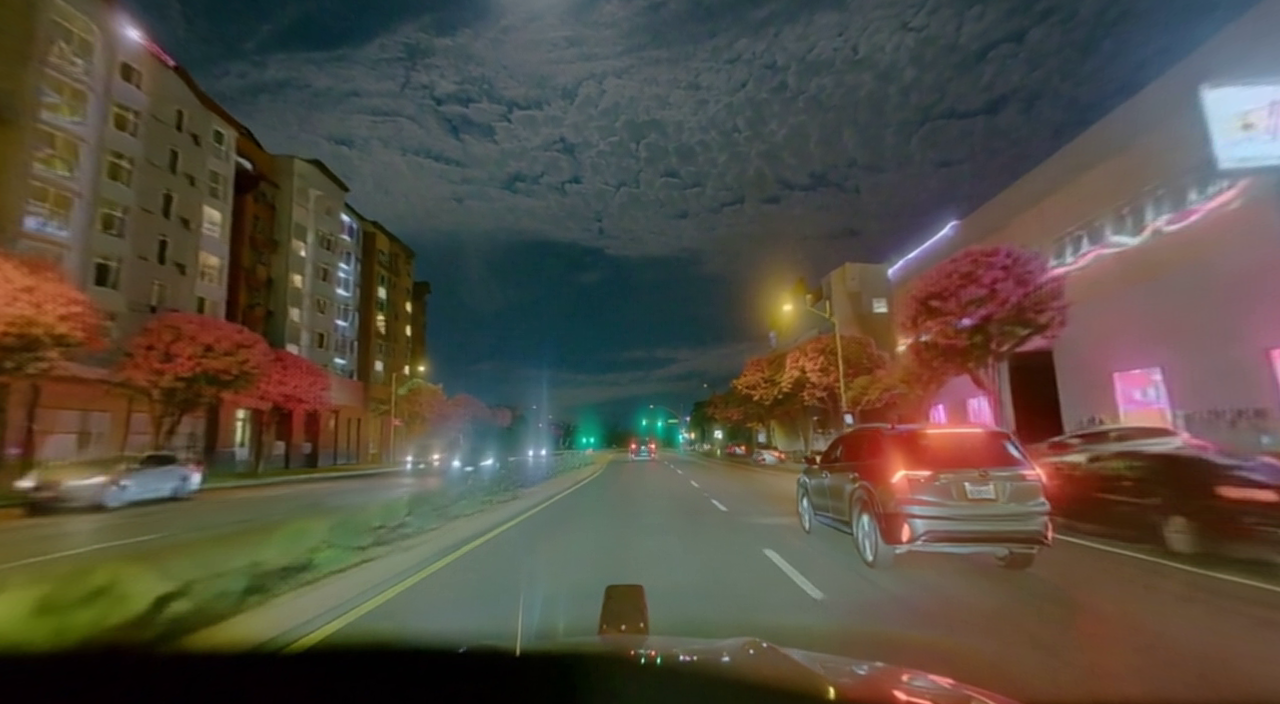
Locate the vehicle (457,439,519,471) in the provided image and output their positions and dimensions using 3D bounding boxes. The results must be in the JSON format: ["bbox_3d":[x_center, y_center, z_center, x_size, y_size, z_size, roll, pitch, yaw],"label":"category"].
[{"bbox_3d":[-7.728,5.254,32.503,1.960,1.530,4.313,0,-8,2],"label":"vehicle"}]

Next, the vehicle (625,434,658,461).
[{"bbox_3d":[0.147,6.822,45.052,2.244,1.813,4.129,0,-8,1],"label":"vehicle"}]

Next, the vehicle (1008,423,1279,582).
[{"bbox_3d":[7.453,1.798,8.367,2.182,1.570,4.911,0,-8,0],"label":"vehicle"}]

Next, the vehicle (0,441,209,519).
[{"bbox_3d":[-11.959,2.758,14.146,1.779,1.495,3.766,0,-8,1],"label":"vehicle"}]

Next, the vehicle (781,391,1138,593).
[{"bbox_3d":[3.293,1.547,7.830,2.071,1.747,4.549,0,-8,1],"label":"vehicle"}]

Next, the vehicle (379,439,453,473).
[{"bbox_3d":[-11.499,5.347,32.769,2.049,1.641,4.573,0,-8,2],"label":"vehicle"}]
